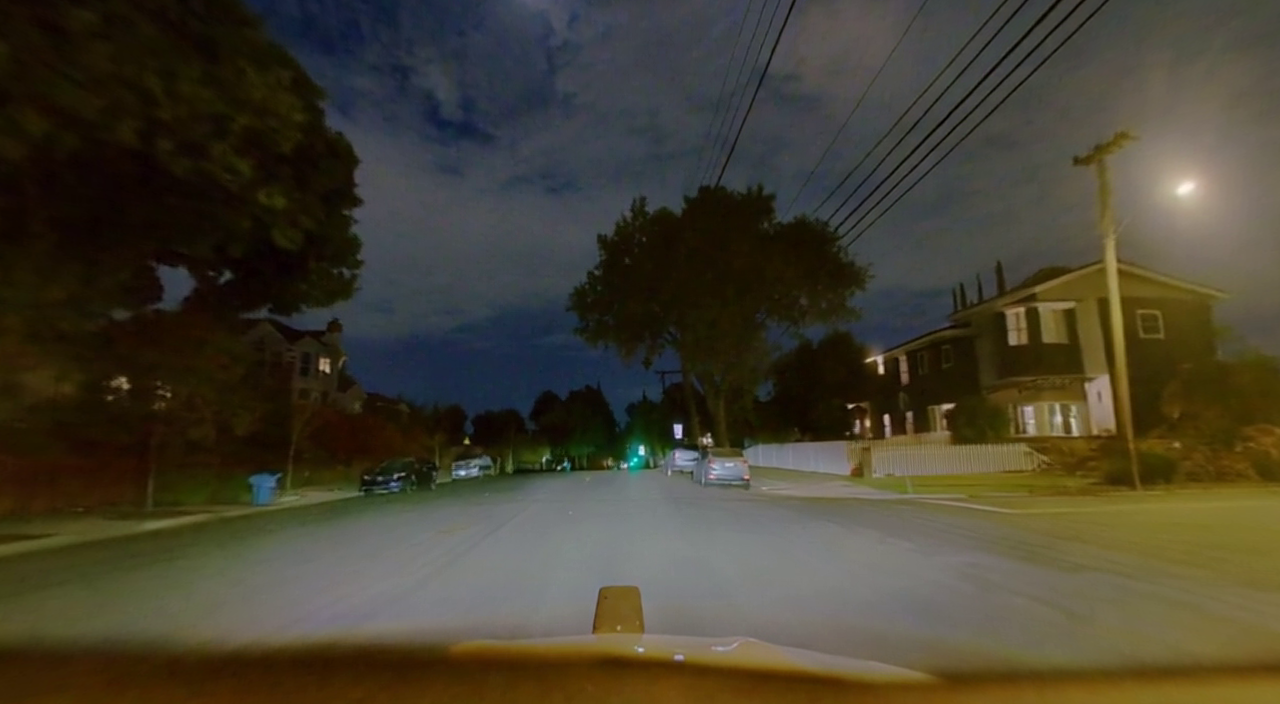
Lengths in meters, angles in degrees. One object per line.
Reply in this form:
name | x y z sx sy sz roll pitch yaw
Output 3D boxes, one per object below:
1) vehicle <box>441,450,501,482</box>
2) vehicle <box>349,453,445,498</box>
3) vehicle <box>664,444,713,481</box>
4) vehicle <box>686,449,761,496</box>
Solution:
vehicle | -9.144 6.171 34.565 2.027 1.584 4.476 -1 -9 1
vehicle | -8.780 4.470 23.263 1.937 1.427 4.510 0 -9 -3
vehicle | 2.706 6.321 36.452 2.225 1.911 5.322 0 -9 -2
vehicle | 2.942 4.339 23.204 1.927 1.529 4.144 0 -9 -3
